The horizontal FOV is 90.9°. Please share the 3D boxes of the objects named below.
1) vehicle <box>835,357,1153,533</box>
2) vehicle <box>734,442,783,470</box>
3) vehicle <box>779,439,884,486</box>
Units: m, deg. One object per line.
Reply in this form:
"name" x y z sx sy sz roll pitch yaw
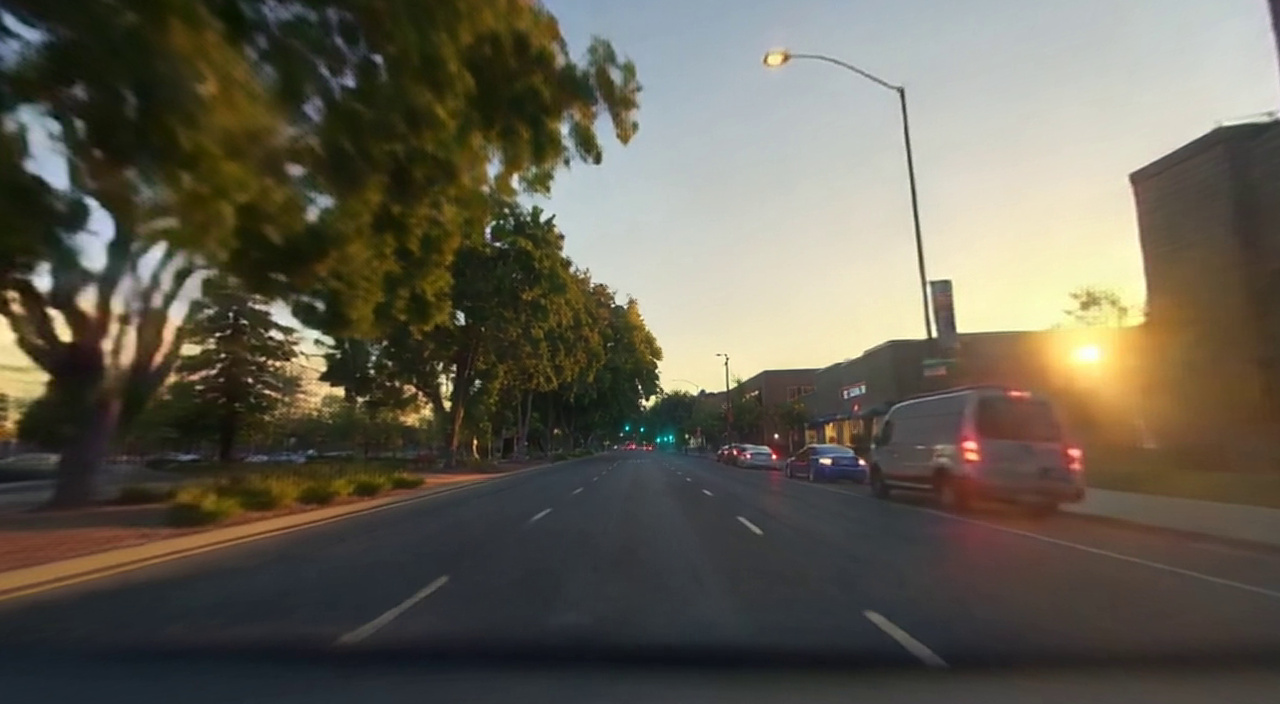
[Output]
"vehicle" 6.227 1.827 12.555 2.762 2.607 6.182 0 -8 1
"vehicle" 6.745 5.947 36.293 1.847 1.472 4.846 0 -8 0
"vehicle" 6.672 3.886 22.614 2.109 1.477 4.963 0 -8 -1
